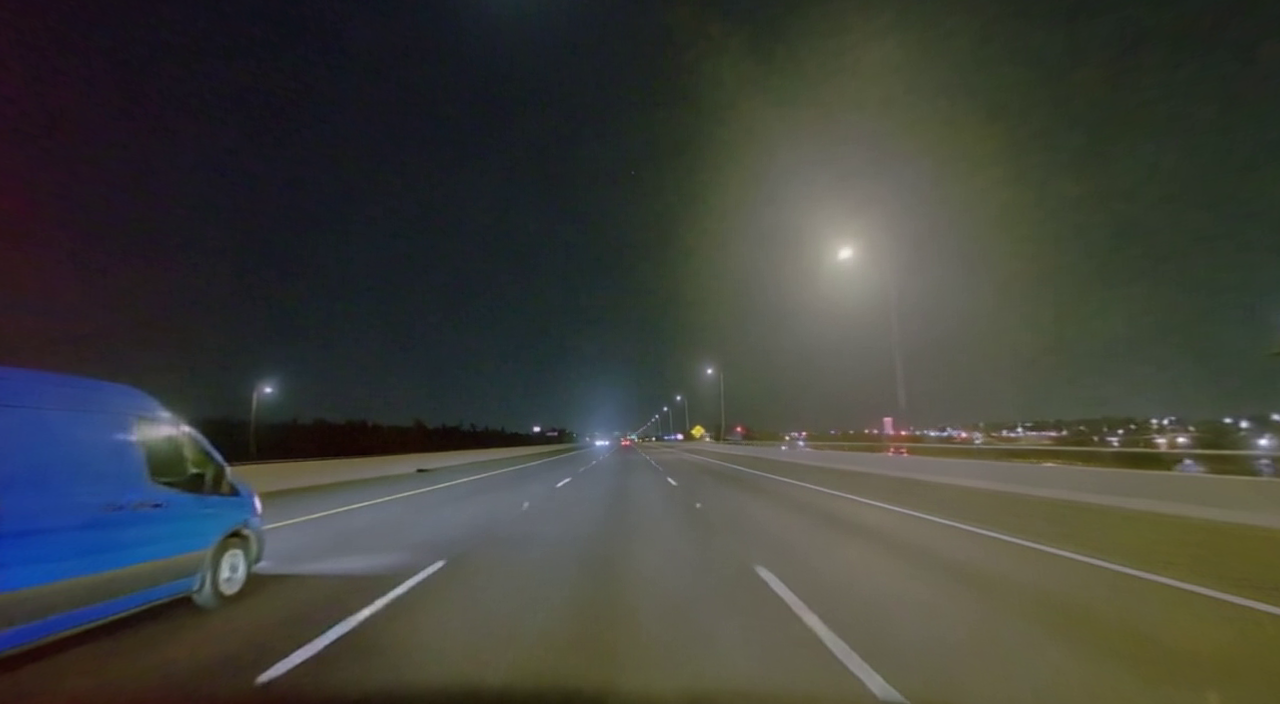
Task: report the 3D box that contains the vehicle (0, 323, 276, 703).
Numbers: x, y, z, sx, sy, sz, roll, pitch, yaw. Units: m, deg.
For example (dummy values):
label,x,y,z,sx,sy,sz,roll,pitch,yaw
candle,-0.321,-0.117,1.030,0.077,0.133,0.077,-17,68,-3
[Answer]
label,x,y,z,sx,sy,sz,roll,pitch,yaw
vehicle,-4.191,0.786,2.993,2.104,1.860,4.853,0,-8,-2
